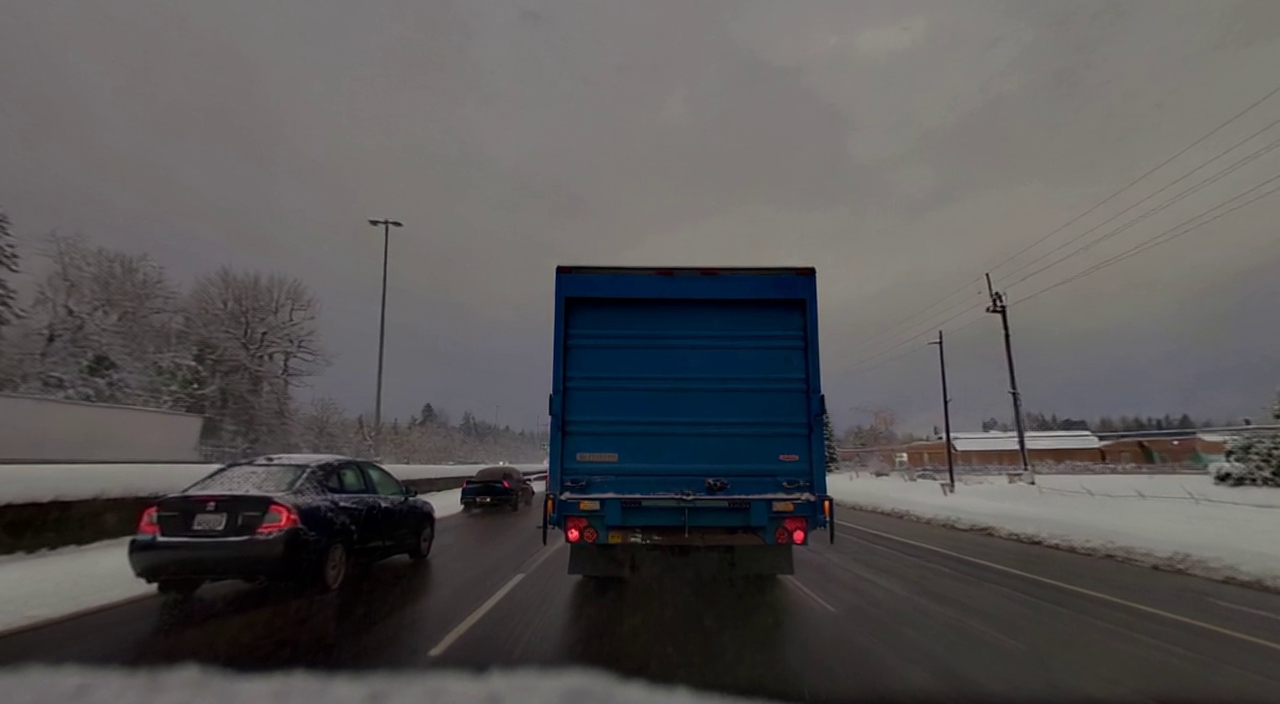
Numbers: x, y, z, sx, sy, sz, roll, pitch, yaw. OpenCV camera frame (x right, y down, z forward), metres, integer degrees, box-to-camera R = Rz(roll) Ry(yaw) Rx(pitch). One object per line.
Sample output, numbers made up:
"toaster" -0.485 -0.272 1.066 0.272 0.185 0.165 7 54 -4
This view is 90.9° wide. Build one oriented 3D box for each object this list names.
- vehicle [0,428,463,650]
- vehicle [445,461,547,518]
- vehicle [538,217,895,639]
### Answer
"vehicle" -3.781 1.827 7.152 1.983 1.575 4.973 0 -11 1
"vehicle" -4.189 4.103 19.102 1.891 1.469 4.431 0 -11 2
"vehicle" 0.737 1.324 9.602 2.831 3.529 8.689 0 -11 2
